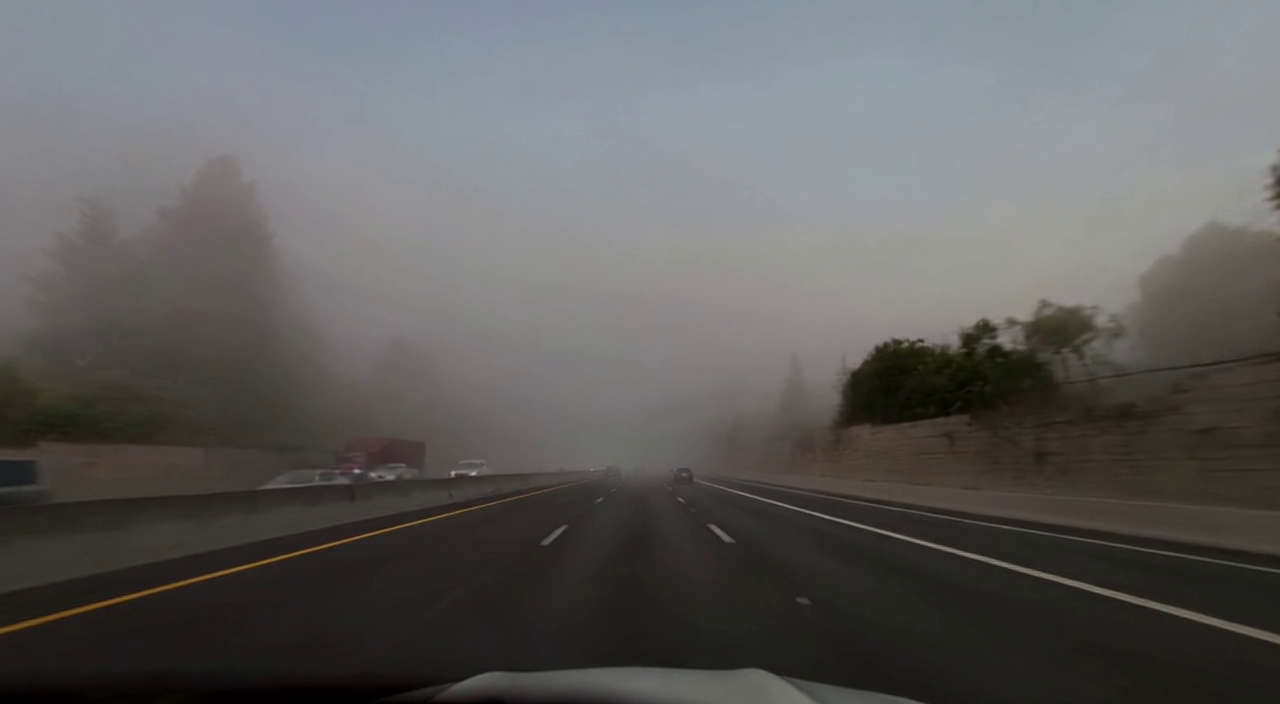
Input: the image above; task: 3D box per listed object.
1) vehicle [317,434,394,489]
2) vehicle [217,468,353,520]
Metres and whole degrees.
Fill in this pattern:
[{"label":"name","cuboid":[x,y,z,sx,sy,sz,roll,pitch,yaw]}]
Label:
[{"label":"vehicle","cuboid":[-21.540,8.357,48.047,2.867,3.883,5.784,1,-10,1]},{"label":"vehicle","cuboid":[-10.889,4.369,19.715,1.902,1.395,4.007,1,-10,0]}]
